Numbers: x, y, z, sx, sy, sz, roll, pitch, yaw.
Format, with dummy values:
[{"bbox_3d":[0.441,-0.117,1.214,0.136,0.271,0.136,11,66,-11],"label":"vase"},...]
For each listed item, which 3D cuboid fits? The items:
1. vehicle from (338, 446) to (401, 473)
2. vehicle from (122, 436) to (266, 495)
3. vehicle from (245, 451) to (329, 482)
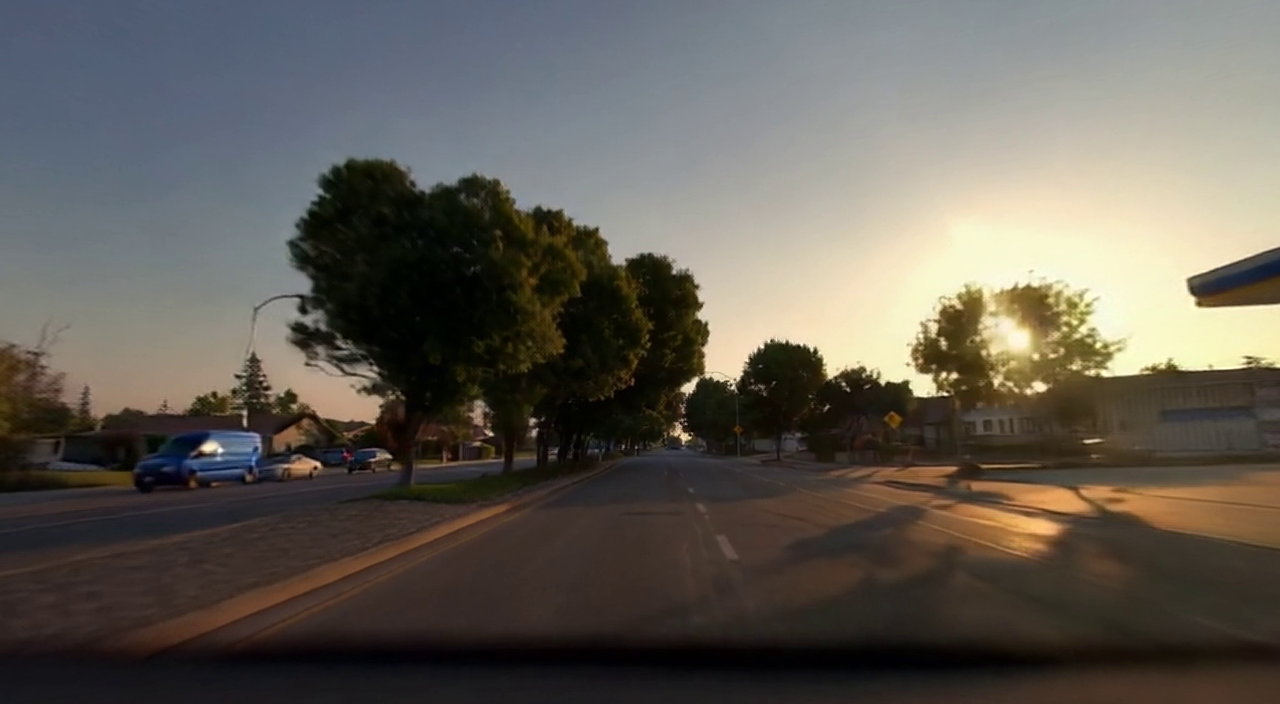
[{"bbox_3d":[-18.495,7.345,43.511,1.906,1.744,5.165,-1,-8,1],"label":"vehicle"},{"bbox_3d":[-18.980,4.784,27.334,2.216,2.161,5.522,-3,-8,0],"label":"vehicle"},{"bbox_3d":[-18.682,6.071,33.716,1.829,1.462,4.463,-1,-8,1],"label":"vehicle"}]
